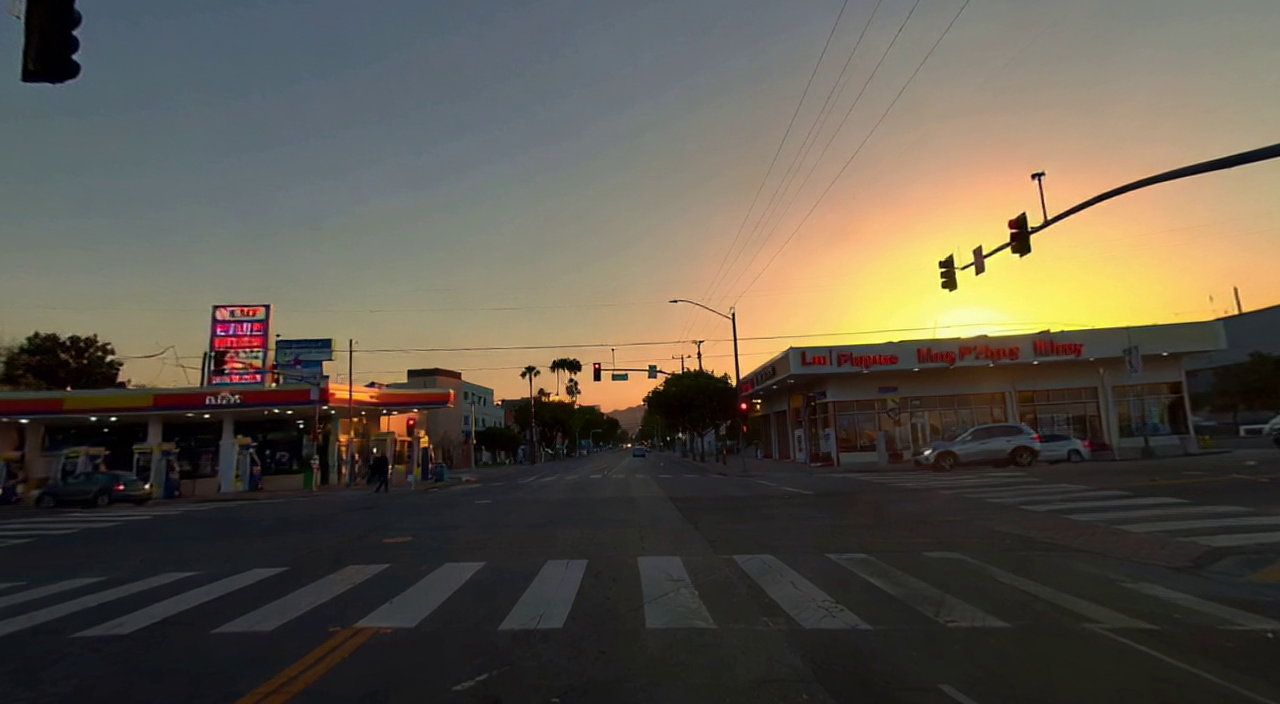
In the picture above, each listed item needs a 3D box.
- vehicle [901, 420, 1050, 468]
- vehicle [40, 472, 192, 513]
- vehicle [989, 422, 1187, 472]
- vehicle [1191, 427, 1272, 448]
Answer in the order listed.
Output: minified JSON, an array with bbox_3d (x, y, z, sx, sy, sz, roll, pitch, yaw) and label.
[{"bbox_3d":[13.013,3.645,24.943,4.916,1.730,1.986,-4,-9,21],"label":"vehicle"},{"bbox_3d":[-21.171,5.677,25.647,4.676,1.463,1.909,-1,-8,6],"label":"vehicle"},{"bbox_3d":[14.357,3.099,20.634,4.835,1.487,1.913,-4,-9,20],"label":"vehicle"},{"bbox_3d":[42.040,6.066,44.894,4.347,1.446,1.777,1,-9,-9],"label":"vehicle"}]
